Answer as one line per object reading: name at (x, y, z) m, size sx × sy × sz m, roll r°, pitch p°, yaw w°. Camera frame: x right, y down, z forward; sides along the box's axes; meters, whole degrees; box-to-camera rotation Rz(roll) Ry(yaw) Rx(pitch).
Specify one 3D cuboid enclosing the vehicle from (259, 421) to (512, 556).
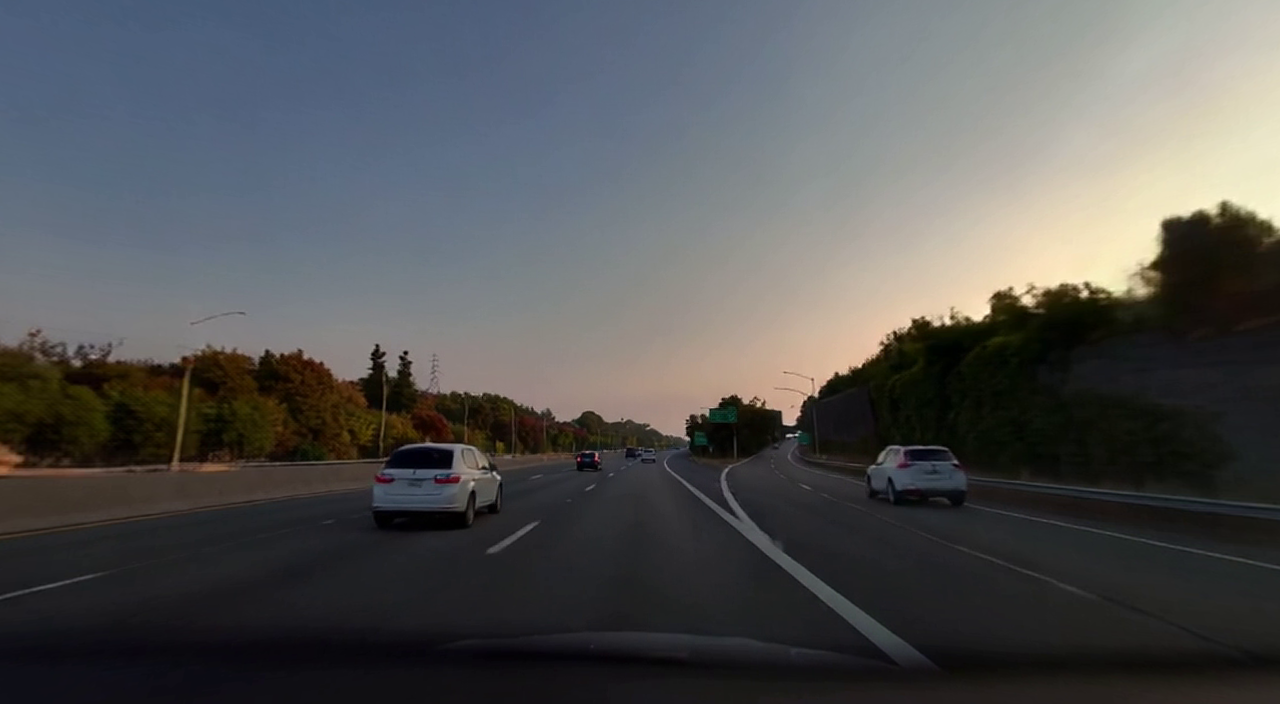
vehicle at (-3.682, 2.081, 10.229) m, size 2.263 × 1.696 × 4.321 m, roll 0°, pitch -9°, yaw 0°

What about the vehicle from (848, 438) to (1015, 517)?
vehicle at (6.640, 2.898, 15.078) m, size 2.020 × 1.548 × 4.715 m, roll -1°, pitch -9°, yaw 4°

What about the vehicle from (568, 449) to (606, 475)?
vehicle at (-3.263, 6.875, 39.702) m, size 1.997 × 1.540 × 3.906 m, roll 0°, pitch -9°, yaw 1°
